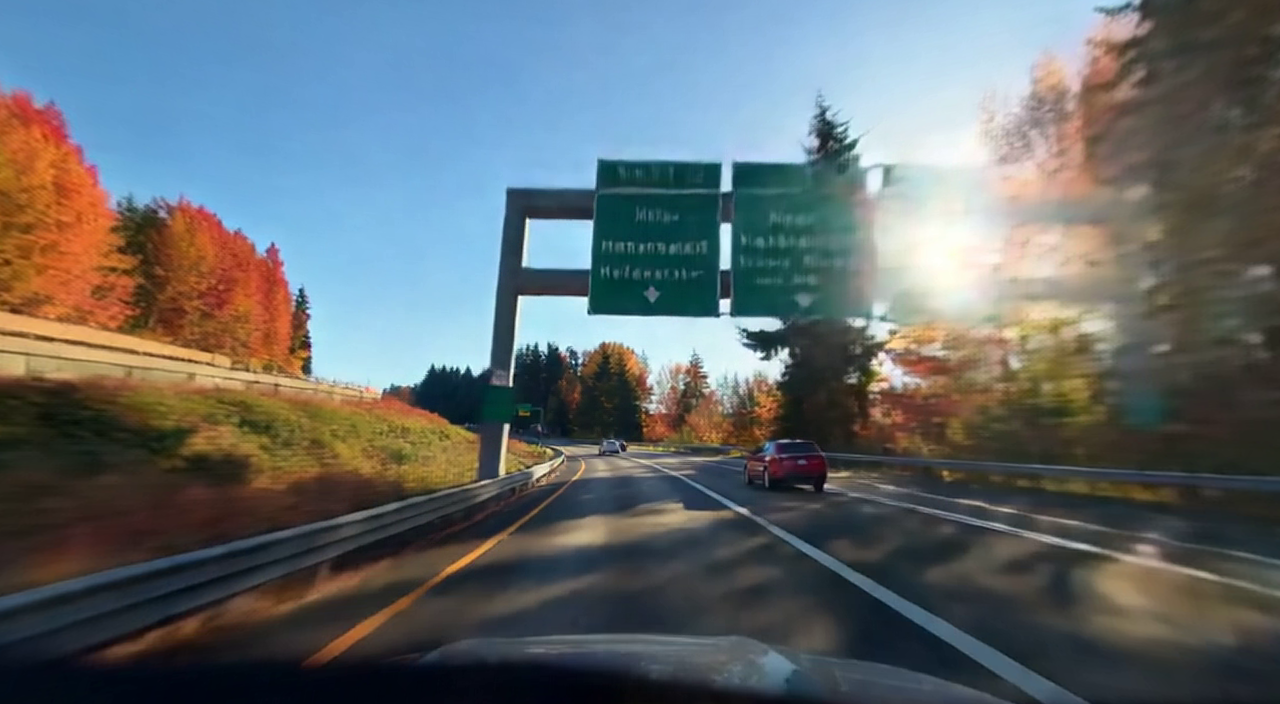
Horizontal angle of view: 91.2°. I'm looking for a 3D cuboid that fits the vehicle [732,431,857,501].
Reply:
[{"bbox_3d":[3.775,2.872,16.127,1.952,1.536,4.036,0,-9,-3],"label":"vehicle"}]
